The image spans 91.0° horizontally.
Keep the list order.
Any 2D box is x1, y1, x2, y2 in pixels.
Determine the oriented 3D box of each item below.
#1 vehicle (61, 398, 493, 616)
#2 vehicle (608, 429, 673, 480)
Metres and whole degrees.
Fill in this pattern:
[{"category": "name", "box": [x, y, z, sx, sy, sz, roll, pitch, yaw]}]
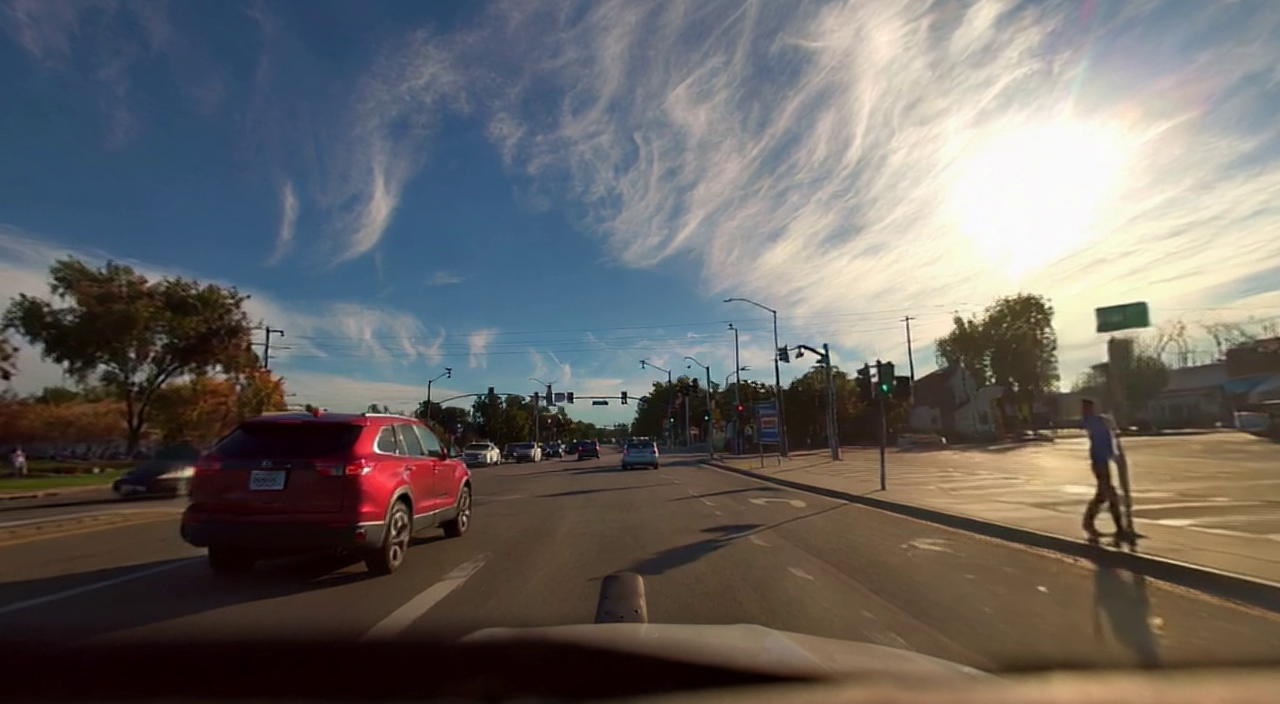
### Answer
[{"category": "vehicle", "box": [-3.503, 1.612, 7.593, 2.247, 1.734, 4.919, 0, -8, 0]}, {"category": "vehicle", "box": [-0.027, 4.410, 27.324, 2.552, 1.999, 5.498, 0, -8, -1]}]
